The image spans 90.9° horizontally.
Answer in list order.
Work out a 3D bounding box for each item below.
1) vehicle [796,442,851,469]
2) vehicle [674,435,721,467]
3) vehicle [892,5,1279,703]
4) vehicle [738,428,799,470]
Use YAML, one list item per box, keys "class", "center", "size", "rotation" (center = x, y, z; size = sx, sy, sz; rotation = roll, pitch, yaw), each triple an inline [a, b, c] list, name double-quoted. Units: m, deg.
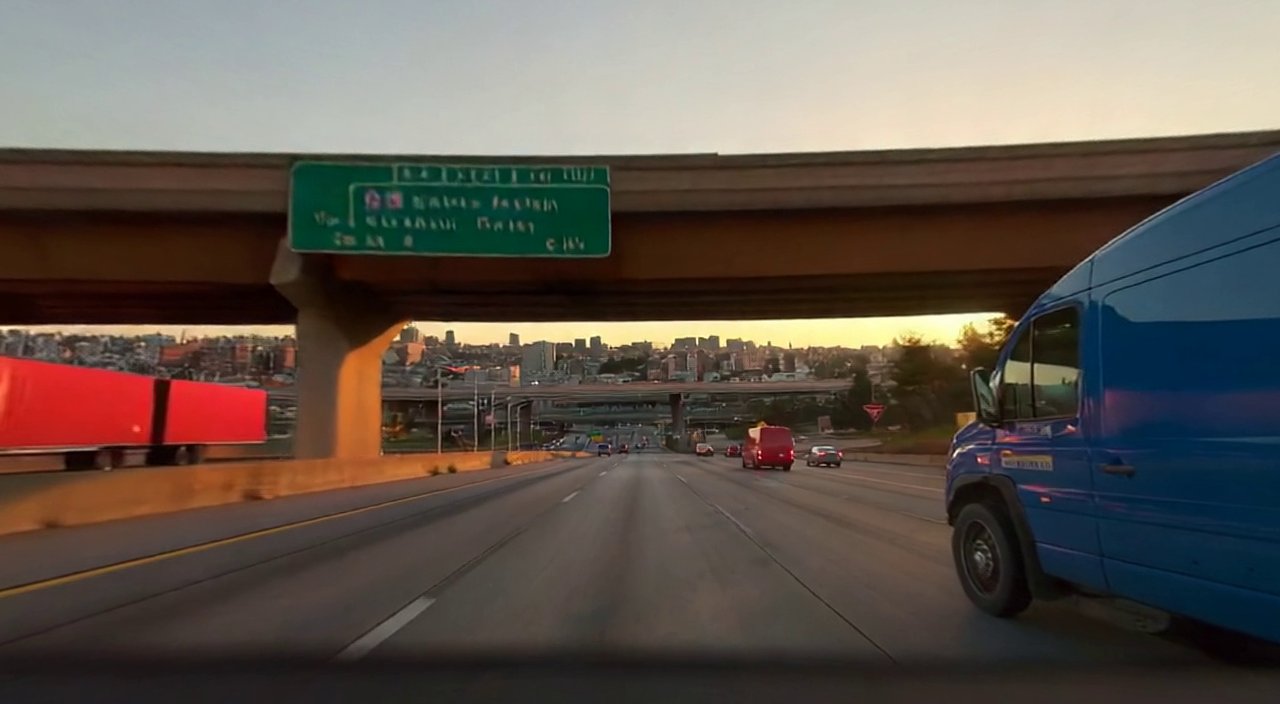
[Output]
- class: "vehicle"
  center: [10.834, 6.194, 37.689]
  size: [1.976, 1.474, 4.779]
  rotation: [0, -9, 2]
- class: "vehicle"
  center: [3.624, 6.439, 41.202]
  size: [2.464, 1.961, 5.520]
  rotation: [0, -8, -1]
- class: "vehicle"
  center: [3.320, 0.160, 1.474]
  size: [2.436, 2.745, 7.034]
  rotation: [0, -8, -1]
- class: "vehicle"
  center: [7.287, 5.586, 36.446]
  size: [2.301, 2.203, 5.419]
  rotation: [0, -8, -1]
